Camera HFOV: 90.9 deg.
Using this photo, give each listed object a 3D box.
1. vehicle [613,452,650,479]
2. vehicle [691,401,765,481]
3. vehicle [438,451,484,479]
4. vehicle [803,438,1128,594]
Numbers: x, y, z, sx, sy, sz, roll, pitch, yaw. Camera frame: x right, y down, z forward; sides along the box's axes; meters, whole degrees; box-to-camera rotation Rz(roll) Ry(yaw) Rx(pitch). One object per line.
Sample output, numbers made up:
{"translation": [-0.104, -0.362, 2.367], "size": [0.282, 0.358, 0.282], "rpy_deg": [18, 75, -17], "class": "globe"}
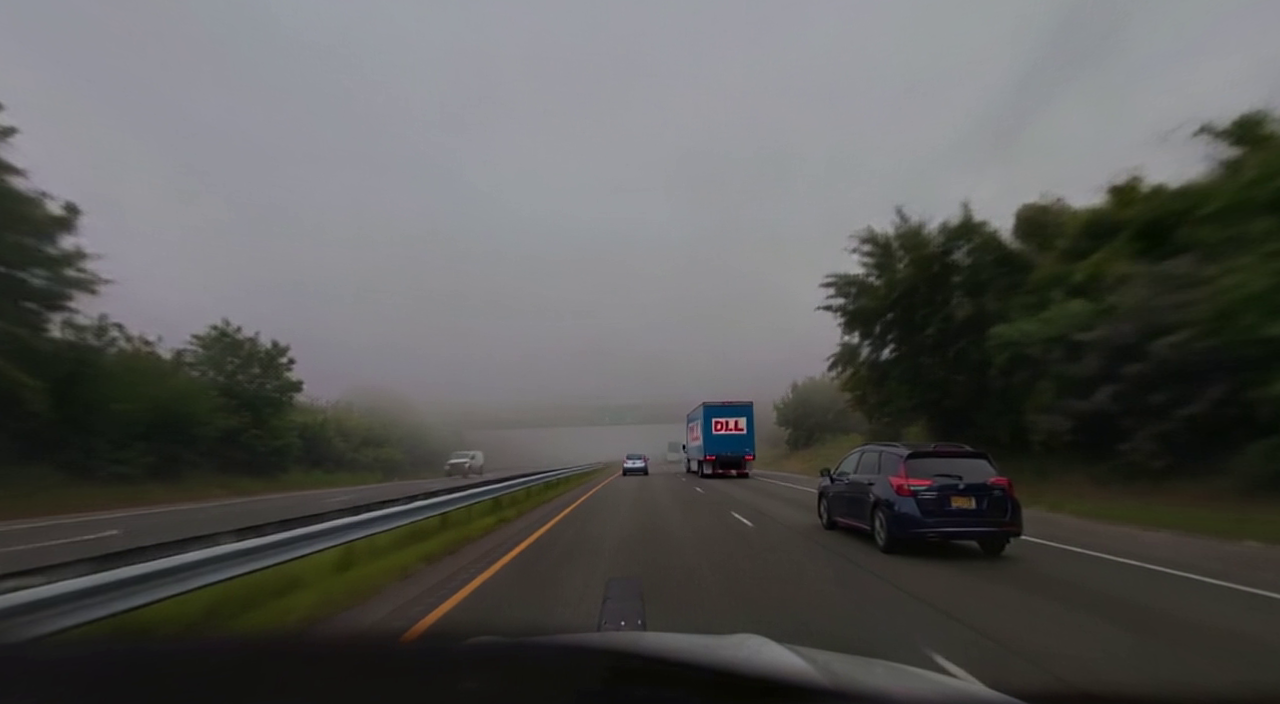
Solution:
{"translation": [-0.455, 6.665, 37.155], "size": [2.055, 1.445, 3.661], "rpy_deg": [0, -9, 0], "class": "vehicle"}
{"translation": [4.729, 5.075, 35.740], "size": [2.838, 3.985, 8.010], "rpy_deg": [0, -9, -1], "class": "vehicle"}
{"translation": [-13.677, 8.629, 48.506], "size": [2.061, 1.979, 4.742], "rpy_deg": [-1, -9, 1], "class": "vehicle"}
{"translation": [3.651, 1.893, 8.136], "size": [1.894, 1.452, 4.164], "rpy_deg": [0, -9, -1], "class": "vehicle"}
